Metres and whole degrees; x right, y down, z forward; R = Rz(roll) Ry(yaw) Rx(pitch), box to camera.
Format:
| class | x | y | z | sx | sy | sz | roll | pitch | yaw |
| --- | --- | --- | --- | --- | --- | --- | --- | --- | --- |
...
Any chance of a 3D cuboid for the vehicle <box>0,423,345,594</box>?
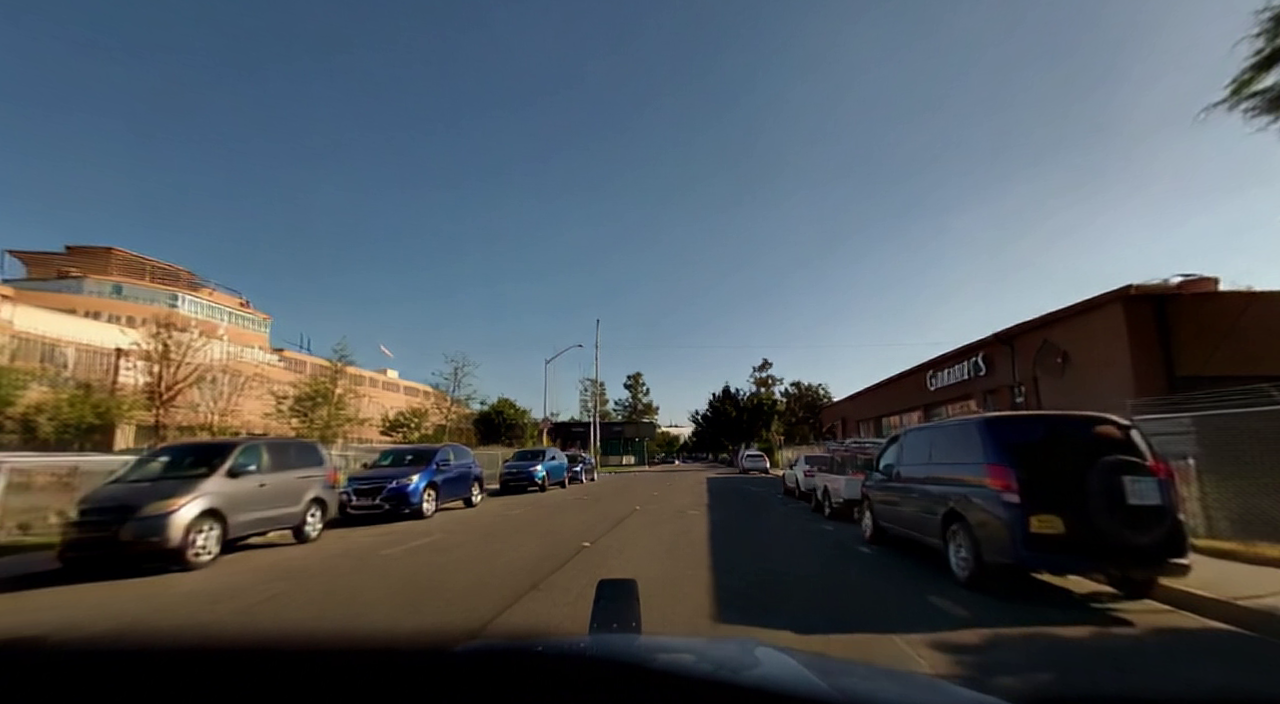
| class | x | y | z | sx | sy | sz | roll | pitch | yaw |
| --- | --- | --- | --- | --- | --- | --- | --- | --- | --- |
| vehicle | -6.398 | 2.072 | 9.280 | 1.857 | 1.908 | 4.081 | -1 | -8 | 5 |

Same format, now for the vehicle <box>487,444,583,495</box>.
| class | x | y | z | sx | sy | sz | roll | pitch | yaw |
| --- | --- | --- | --- | --- | --- | --- | --- | --- | --- |
| vehicle | -4.308 | 4.930 | 27.094 | 2.504 | 1.919 | 5.658 | -1 | -8 | 7 |

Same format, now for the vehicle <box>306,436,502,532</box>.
| class | x | y | z | sx | sy | sz | roll | pitch | yaw |
| --- | --- | --- | --- | --- | --- | --- | --- | --- | --- |
| vehicle | -5.541 | 3.150 | 15.984 | 2.304 | 1.937 | 5.720 | -1 | -8 | 5 |

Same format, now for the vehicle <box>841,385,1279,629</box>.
| class | x | y | z | sx | sy | sz | roll | pitch | yaw |
| --- | --- | --- | --- | --- | --- | --- | --- | --- | --- |
| vehicle | 4.577 | 1.714 | 8.319 | 2.327 | 2.021 | 5.850 | 0 | -8 | 4 |
